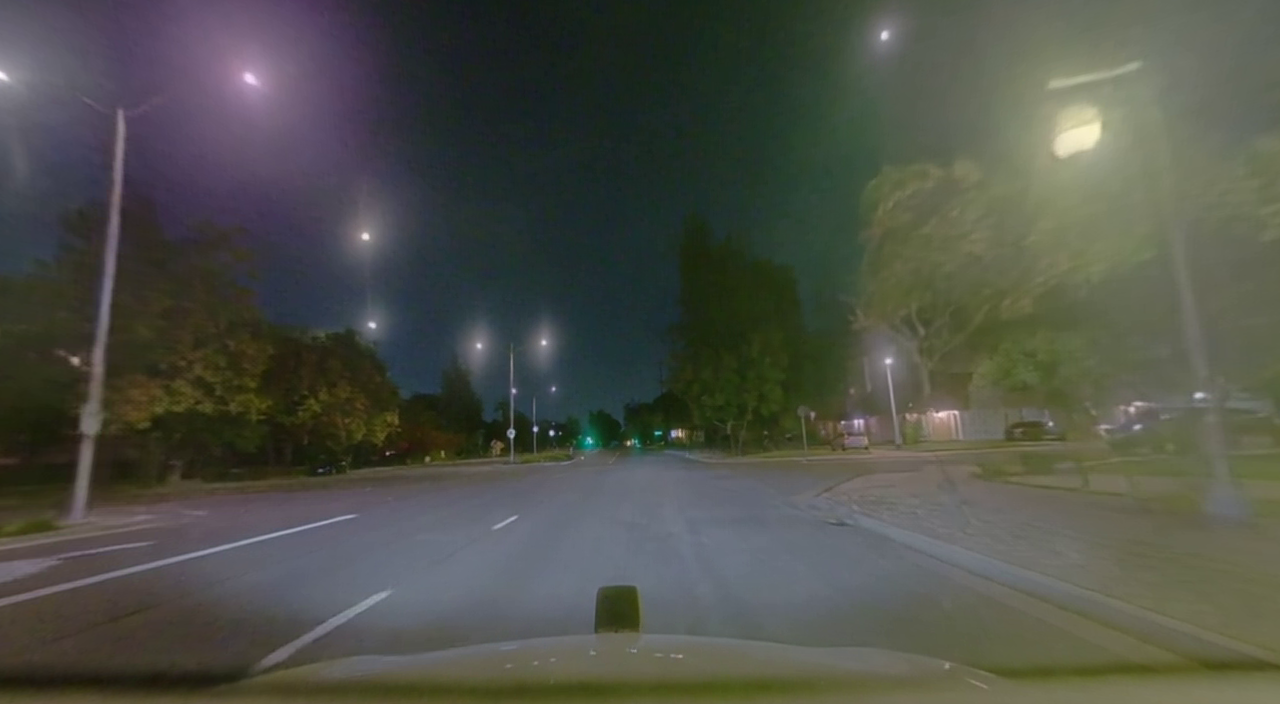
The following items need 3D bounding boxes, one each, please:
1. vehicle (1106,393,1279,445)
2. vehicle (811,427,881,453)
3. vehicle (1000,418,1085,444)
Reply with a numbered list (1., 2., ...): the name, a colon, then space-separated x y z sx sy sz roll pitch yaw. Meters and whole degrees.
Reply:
1. vehicle: 22.207 2.689 25.328 5.135 1.964 2.402 0 -6 0
2. vehicle: 15.182 6.506 46.640 4.268 1.589 2.156 -2 -10 -6
3. vehicle: 30.148 5.888 47.423 4.934 1.910 2.165 0 -6 -3
